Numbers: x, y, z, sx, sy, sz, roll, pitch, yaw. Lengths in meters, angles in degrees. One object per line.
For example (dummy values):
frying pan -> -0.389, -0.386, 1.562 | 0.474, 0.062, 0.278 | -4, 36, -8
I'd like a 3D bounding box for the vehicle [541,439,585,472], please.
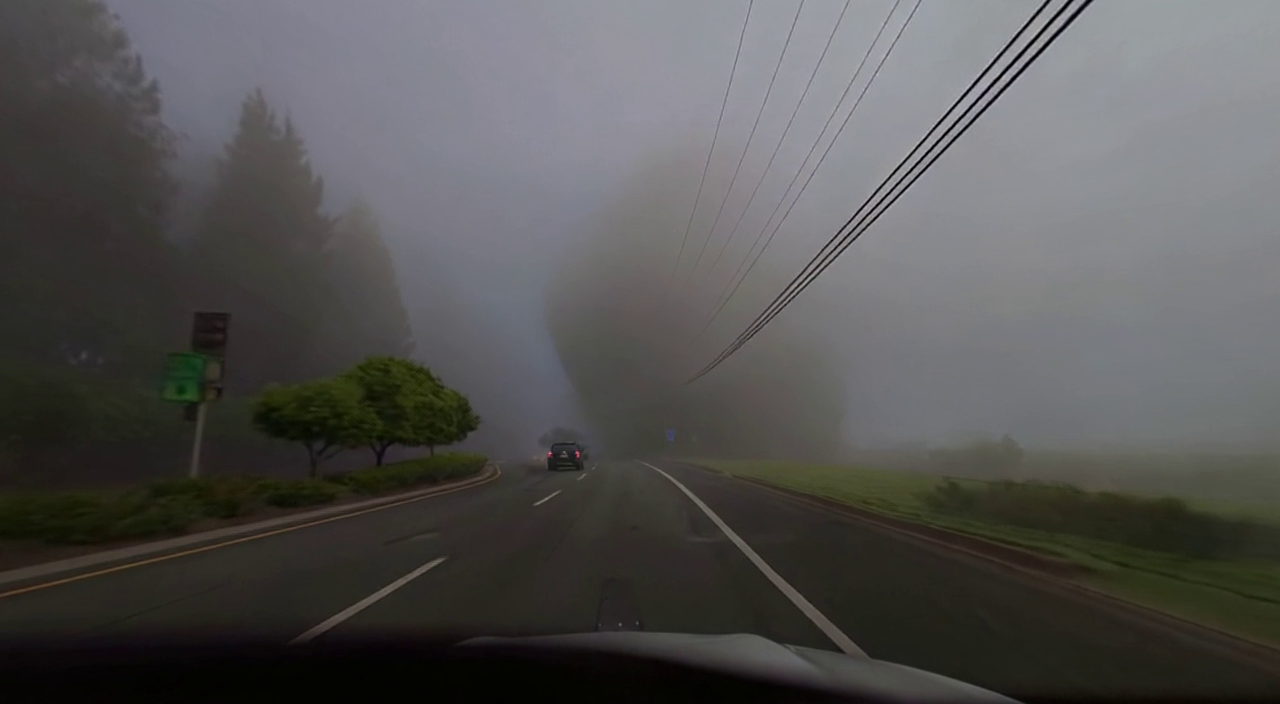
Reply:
vehicle -> -4.794, 6.536, 40.080 | 2.246, 1.885, 5.275 | 0, -9, -2
